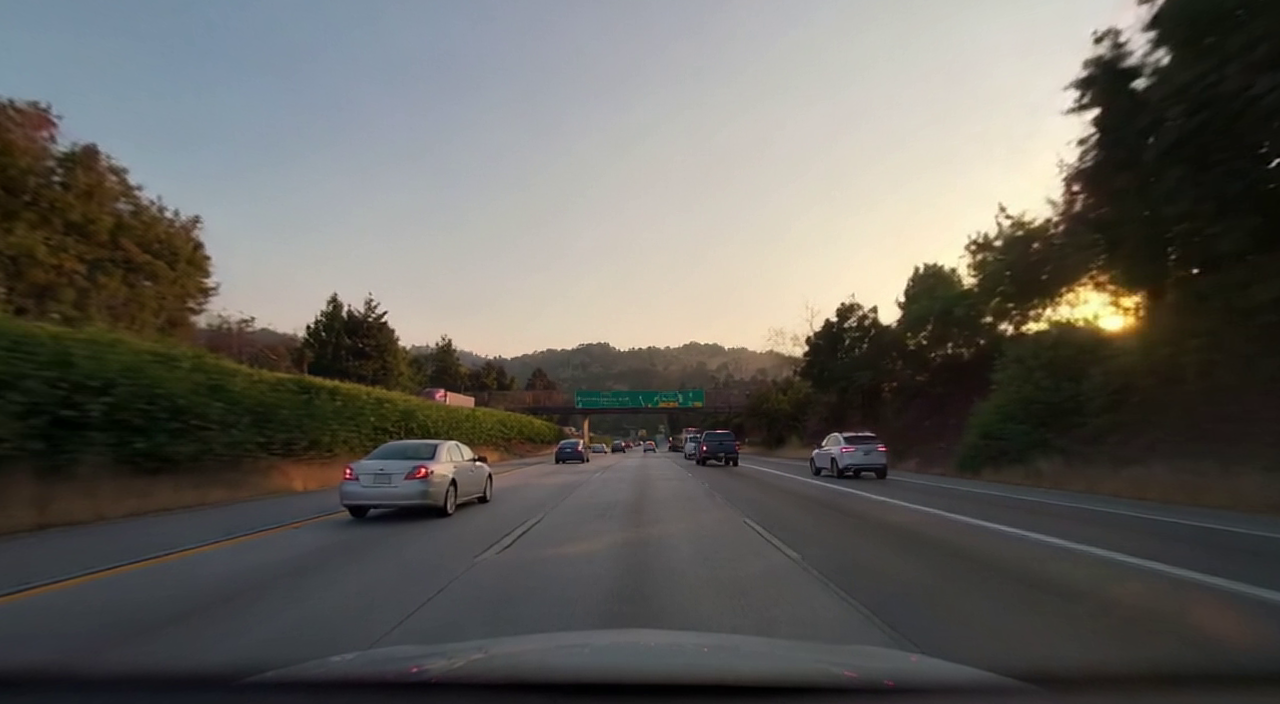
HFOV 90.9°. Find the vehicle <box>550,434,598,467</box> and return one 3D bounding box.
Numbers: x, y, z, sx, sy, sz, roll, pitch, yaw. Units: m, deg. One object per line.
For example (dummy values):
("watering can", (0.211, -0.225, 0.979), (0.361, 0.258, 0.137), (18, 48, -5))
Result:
("vehicle", (-3.413, 5.205, 33.452), (2.020, 1.628, 4.248), (0, -8, 1))

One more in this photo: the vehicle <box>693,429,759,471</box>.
("vehicle", (4.215, 4.924, 31.974), (2.517, 1.935, 5.552), (0, -8, -1))

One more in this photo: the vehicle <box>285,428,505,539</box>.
("vehicle", (-3.745, 2.068, 10.563), (1.978, 1.473, 4.073), (0, -8, 1))

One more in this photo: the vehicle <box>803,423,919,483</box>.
("vehicle", (7.984, 3.723, 23.577), (2.291, 1.968, 5.662), (0, -8, 0))
